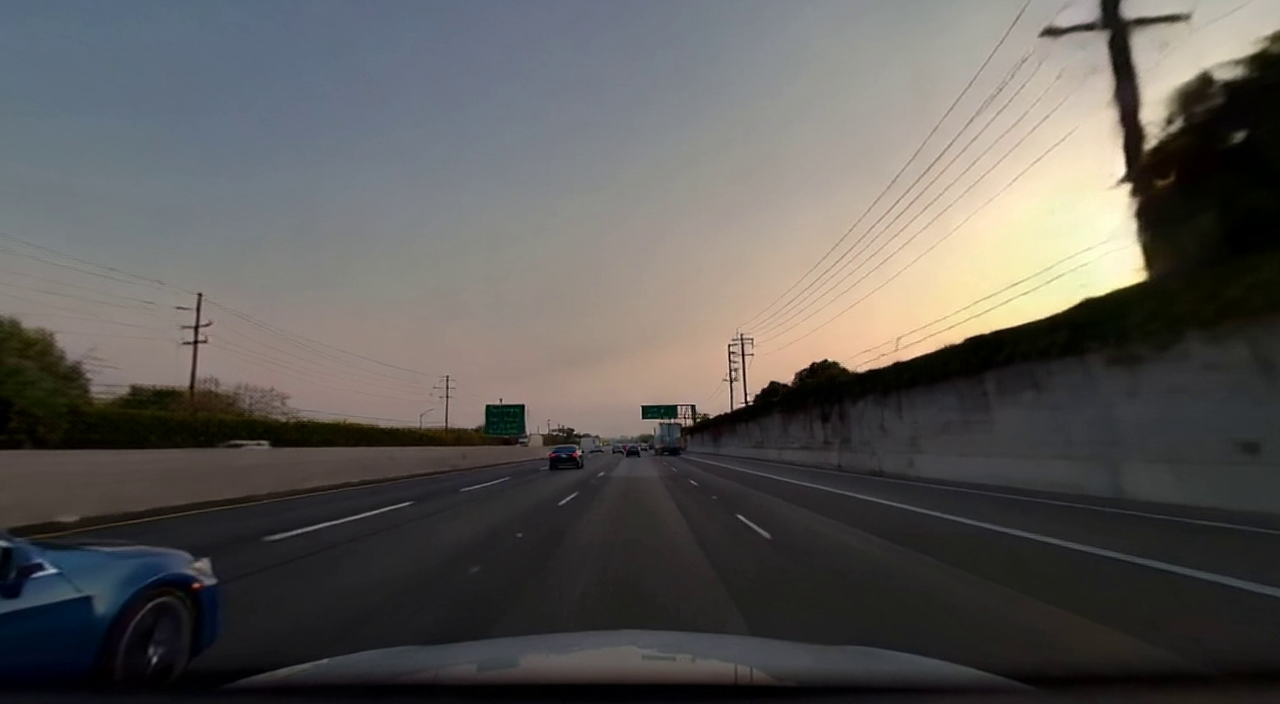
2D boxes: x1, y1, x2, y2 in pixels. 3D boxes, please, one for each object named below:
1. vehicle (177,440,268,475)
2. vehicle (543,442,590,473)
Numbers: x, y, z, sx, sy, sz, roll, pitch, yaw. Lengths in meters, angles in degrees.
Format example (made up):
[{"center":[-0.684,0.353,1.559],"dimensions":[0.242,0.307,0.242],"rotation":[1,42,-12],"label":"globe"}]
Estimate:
[{"center":[-24.830,6.270,37.793],"dimensions":[2.200,1.915,4.635],"rotation":[0,-9,0],"label":"vehicle"},{"center":[-3.876,5.691,34.127],"dimensions":[2.009,1.533,4.175],"rotation":[0,-9,0],"label":"vehicle"}]
